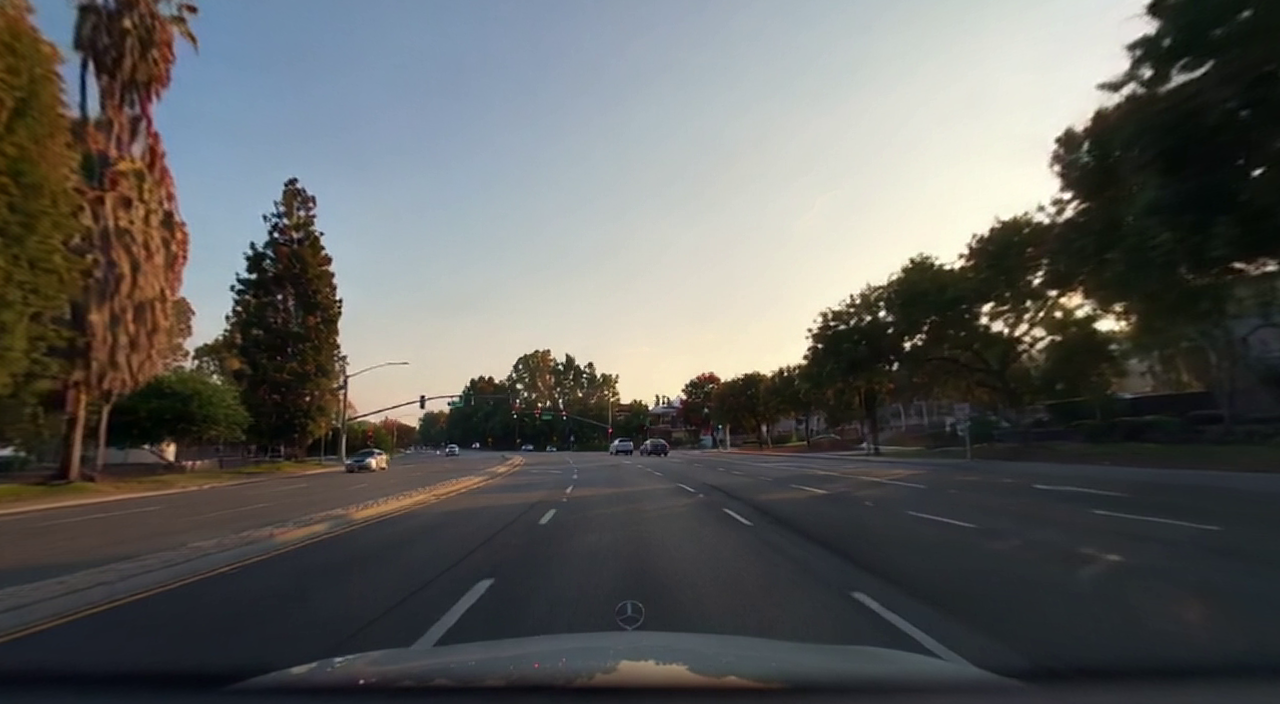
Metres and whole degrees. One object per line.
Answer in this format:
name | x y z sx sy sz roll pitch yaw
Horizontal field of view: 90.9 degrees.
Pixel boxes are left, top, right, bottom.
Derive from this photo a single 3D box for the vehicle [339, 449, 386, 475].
vehicle | -19.645 7.742 44.753 1.939 1.715 4.310 1 -8 -9
